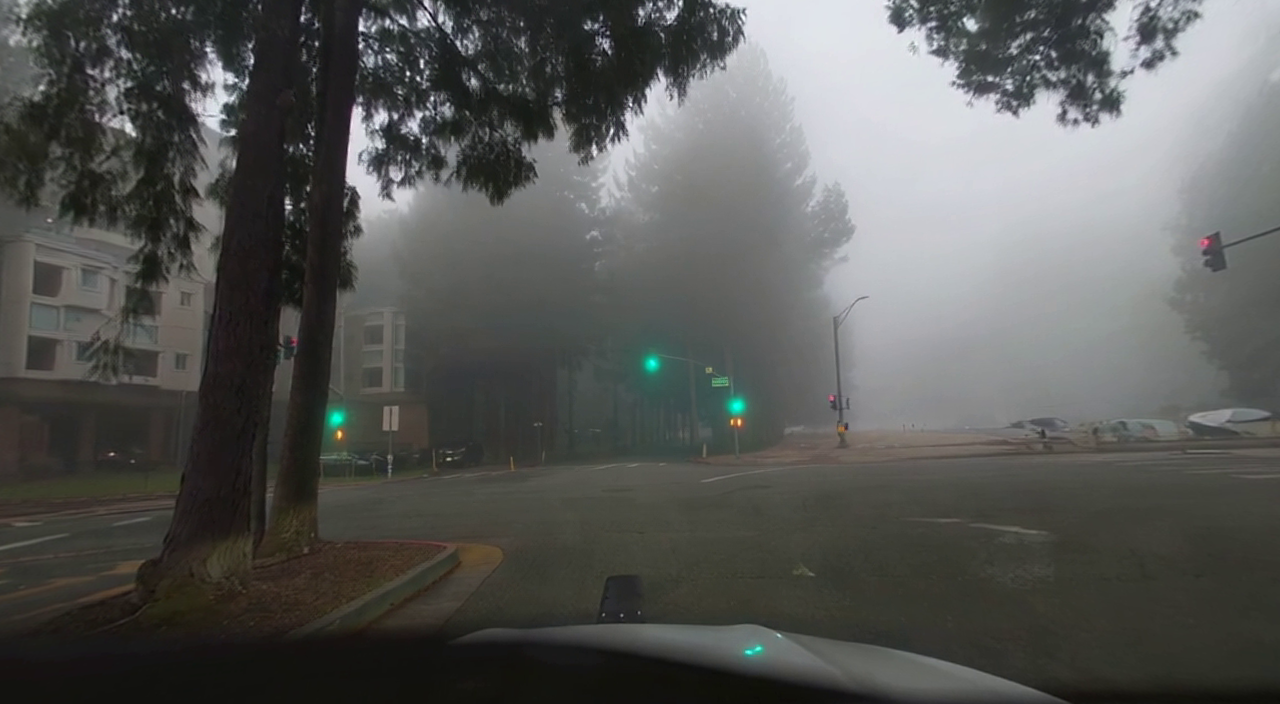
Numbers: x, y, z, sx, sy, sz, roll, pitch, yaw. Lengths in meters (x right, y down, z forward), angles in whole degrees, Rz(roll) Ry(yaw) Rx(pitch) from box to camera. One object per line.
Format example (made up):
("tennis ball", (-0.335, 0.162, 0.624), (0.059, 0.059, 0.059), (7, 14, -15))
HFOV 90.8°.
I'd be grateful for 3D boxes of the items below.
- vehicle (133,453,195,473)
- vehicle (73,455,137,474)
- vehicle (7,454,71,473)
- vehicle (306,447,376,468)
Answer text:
("vehicle", (-36.442, 8.474, 48.482), (1.709, 1.410, 3.945), (0, -9, -2))
("vehicle", (-41.355, 8.682, 48.942), (1.651, 1.379, 3.787), (0, -9, 0))
("vehicle", (-46.388, 8.591, 48.811), (1.627, 1.392, 3.330), (0, -9, -1))
("vehicle", (-21.990, 7.774, 46.540), (4.207, 1.508, 1.875), (0, -9, 2))
